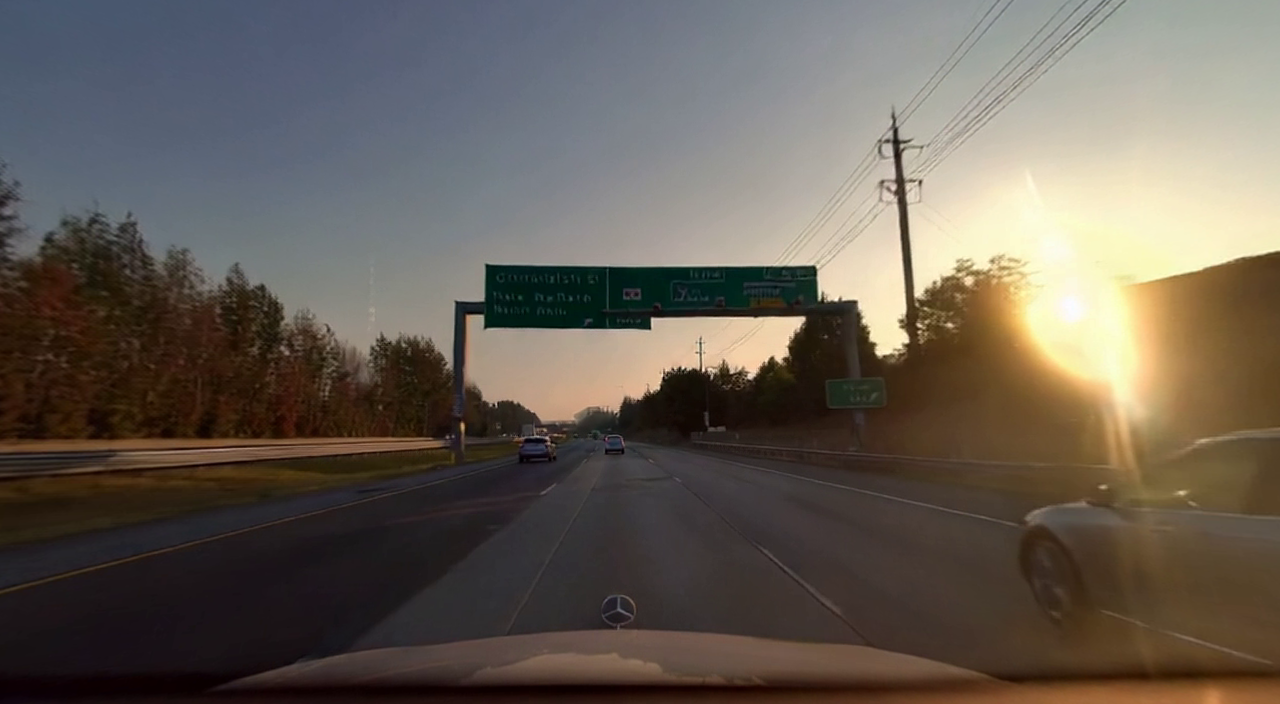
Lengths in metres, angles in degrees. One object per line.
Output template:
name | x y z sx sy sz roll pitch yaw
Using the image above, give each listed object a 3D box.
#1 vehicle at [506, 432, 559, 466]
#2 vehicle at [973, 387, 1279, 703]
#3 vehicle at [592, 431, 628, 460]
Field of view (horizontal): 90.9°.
vehicle | -5.368 4.892 31.938 2.100 1.590 4.077 0 -8 -2
vehicle | 3.789 0.941 2.708 2.033 1.576 4.691 0 -8 -2
vehicle | -1.820 5.850 39.616 2.159 1.690 3.720 0 -8 -1
